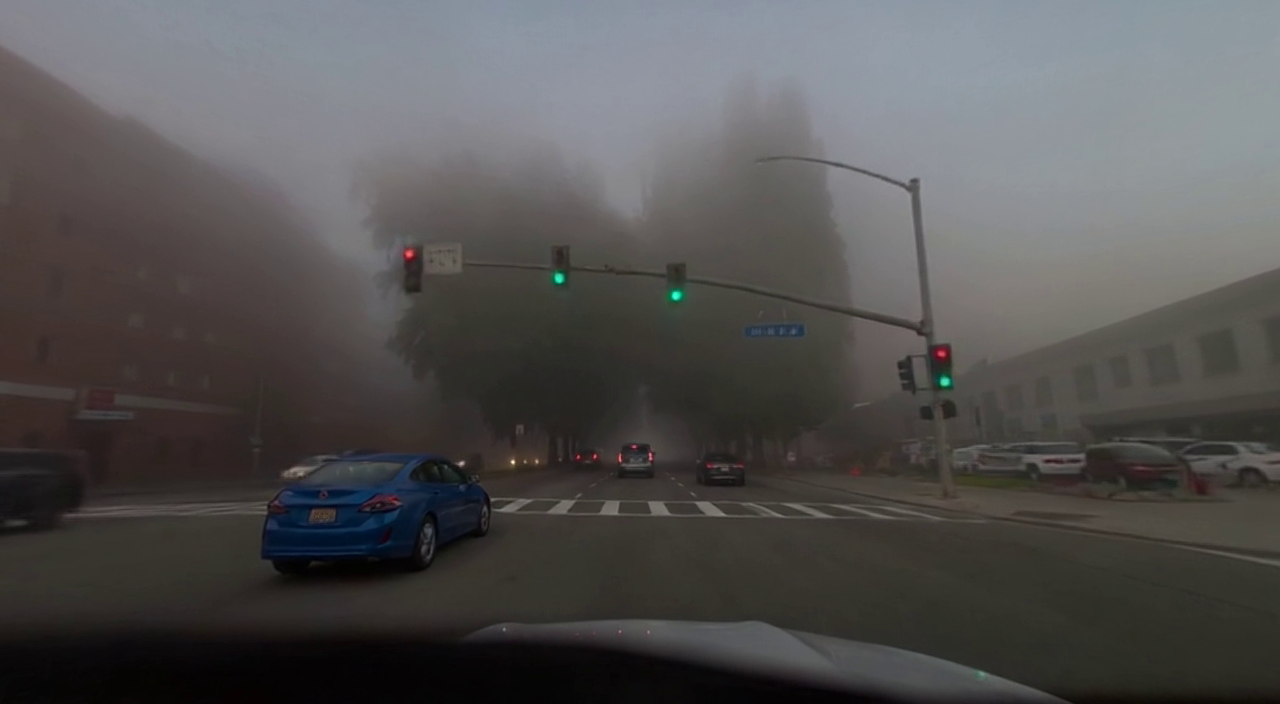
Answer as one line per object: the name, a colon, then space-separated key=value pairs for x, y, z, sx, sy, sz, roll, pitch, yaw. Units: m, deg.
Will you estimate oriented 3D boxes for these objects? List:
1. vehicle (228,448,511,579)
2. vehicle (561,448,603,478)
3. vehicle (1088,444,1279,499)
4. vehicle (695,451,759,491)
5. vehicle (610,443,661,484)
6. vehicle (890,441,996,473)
vehicle: x=-3.332 y=2.037 z=8.801 sx=2.115 sy=1.369 sz=3.908 roll=0 pitch=-9 yaw=2
vehicle: x=-3.438 y=6.680 z=38.195 sx=2.130 sy=1.645 sz=3.995 roll=0 pitch=-9 yaw=1
vehicle: x=16.092 y=3.446 z=18.428 sx=4.407 sy=1.492 sz=1.930 roll=0 pitch=-9 yaw=2
vehicle: x=3.552 y=4.933 z=26.477 sx=2.058 sy=1.472 sz=4.317 roll=0 pitch=-9 yaw=0
vehicle: x=-0.191 y=5.548 z=31.750 sx=2.361 sy=1.898 sz=4.465 roll=0 pitch=-9 yaw=0
vehicle: x=16.797 y=5.821 z=35.081 sx=4.764 sy=1.717 sz=2.170 roll=0 pitch=-9 yaw=-2
